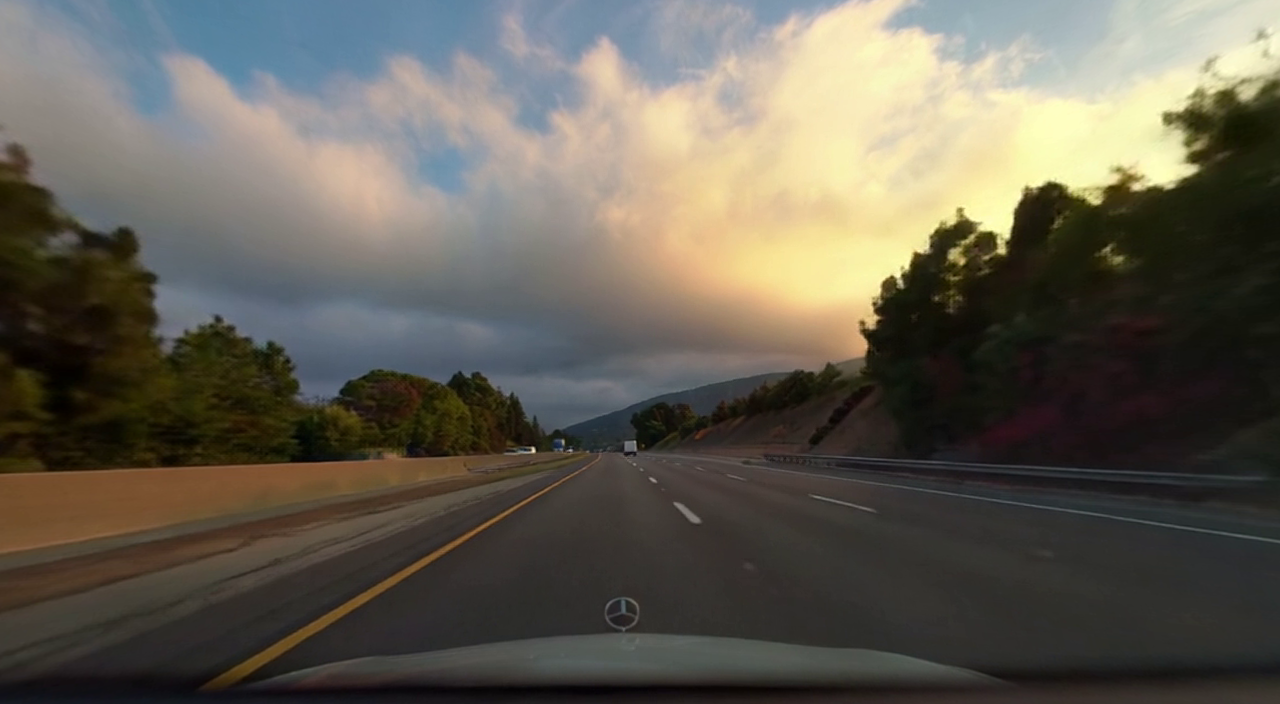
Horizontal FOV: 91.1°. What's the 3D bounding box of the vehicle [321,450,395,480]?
[{"bbox_3d":[-14.892,5.955,33.465,1.996,1.471,4.494,0,-9,-2],"label":"vehicle"}]
